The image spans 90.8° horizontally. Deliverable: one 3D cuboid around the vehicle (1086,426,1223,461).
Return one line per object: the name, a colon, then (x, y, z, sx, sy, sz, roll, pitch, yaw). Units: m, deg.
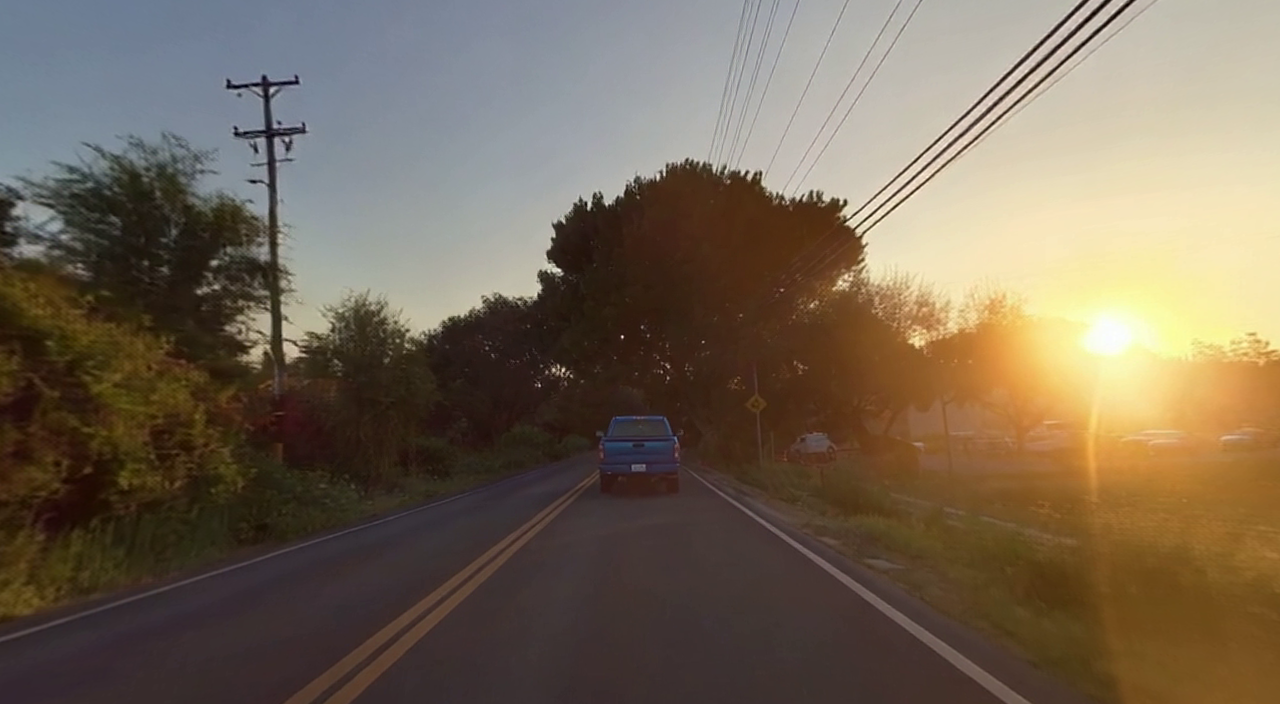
vehicle: (31.438, 5.661, 38.977, 2.323, 2.002, 6.310, 2, -9, -13)

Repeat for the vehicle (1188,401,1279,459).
vehicle: (33.655, 4.151, 33.373, 2.581, 2.932, 6.340, 4, -9, -27)

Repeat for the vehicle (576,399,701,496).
vehicle: (-0.073, 2.874, 19.110, 3.021, 2.326, 7.410, 0, -9, -1)
